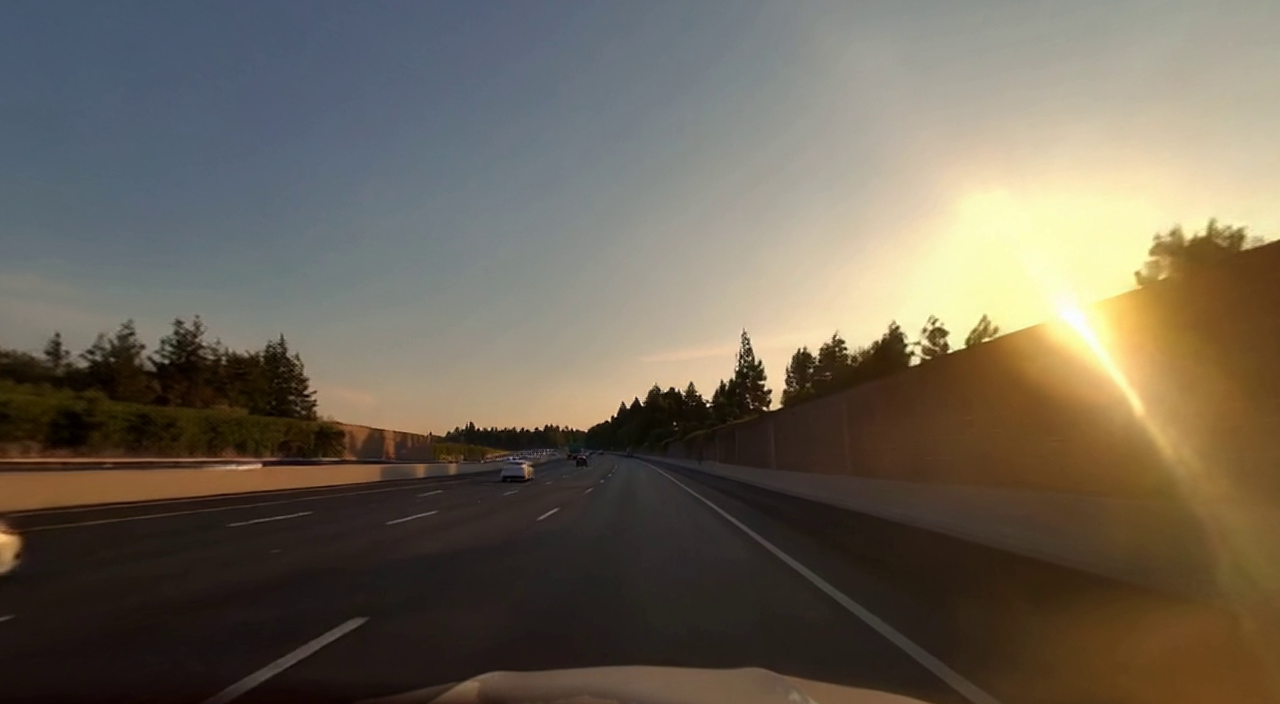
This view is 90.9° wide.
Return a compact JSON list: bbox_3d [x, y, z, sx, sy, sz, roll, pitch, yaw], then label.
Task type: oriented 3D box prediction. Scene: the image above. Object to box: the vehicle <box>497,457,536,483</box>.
[{"bbox_3d":[-7.853,7.519,40.347,1.742,1.494,3.795,0,-9,0],"label":"vehicle"}]
